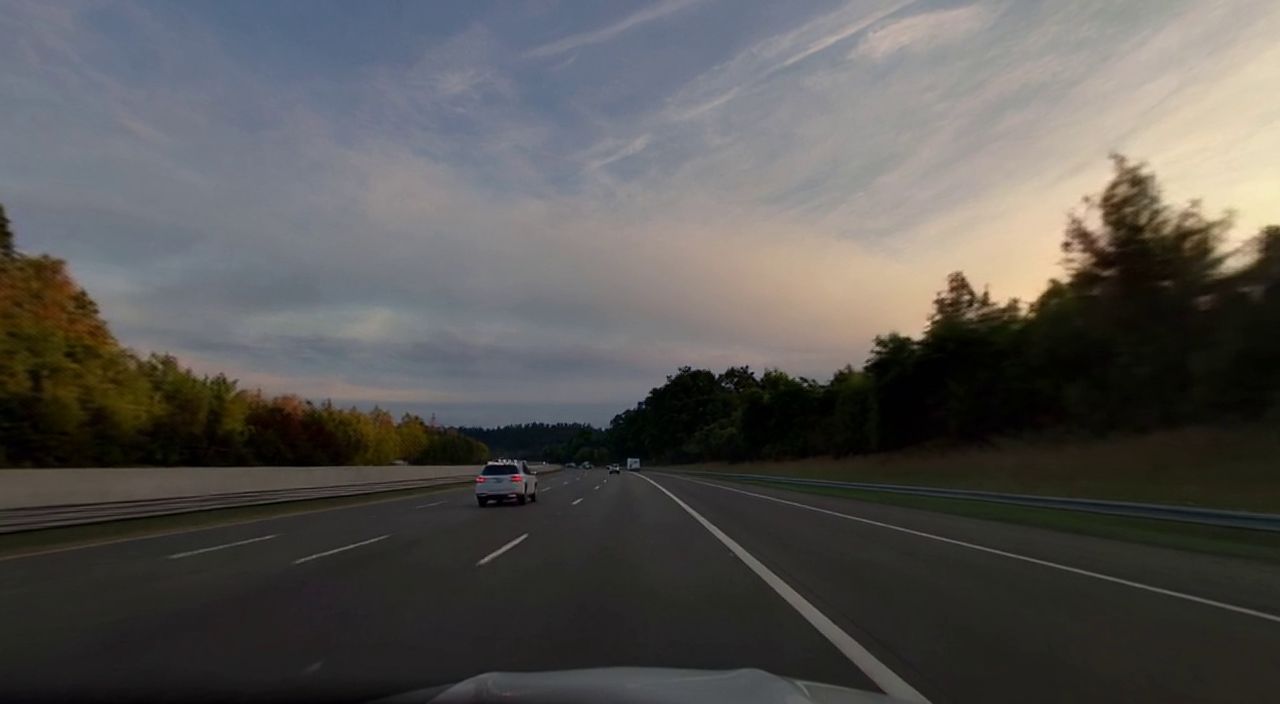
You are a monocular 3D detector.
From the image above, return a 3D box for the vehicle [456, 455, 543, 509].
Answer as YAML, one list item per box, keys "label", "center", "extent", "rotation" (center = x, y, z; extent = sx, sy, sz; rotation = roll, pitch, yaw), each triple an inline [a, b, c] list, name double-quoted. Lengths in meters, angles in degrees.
- label: "vehicle"
  center: [-4.548, 4.288, 20.974]
  extent: [2.025, 1.584, 3.657]
  rotation: [1, -10, 0]

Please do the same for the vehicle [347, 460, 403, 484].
- label: "vehicle"
  center: [-16.709, 7.579, 39.925]
  extent: [1.795, 1.428, 4.090]
  rotation: [1, -10, 0]
